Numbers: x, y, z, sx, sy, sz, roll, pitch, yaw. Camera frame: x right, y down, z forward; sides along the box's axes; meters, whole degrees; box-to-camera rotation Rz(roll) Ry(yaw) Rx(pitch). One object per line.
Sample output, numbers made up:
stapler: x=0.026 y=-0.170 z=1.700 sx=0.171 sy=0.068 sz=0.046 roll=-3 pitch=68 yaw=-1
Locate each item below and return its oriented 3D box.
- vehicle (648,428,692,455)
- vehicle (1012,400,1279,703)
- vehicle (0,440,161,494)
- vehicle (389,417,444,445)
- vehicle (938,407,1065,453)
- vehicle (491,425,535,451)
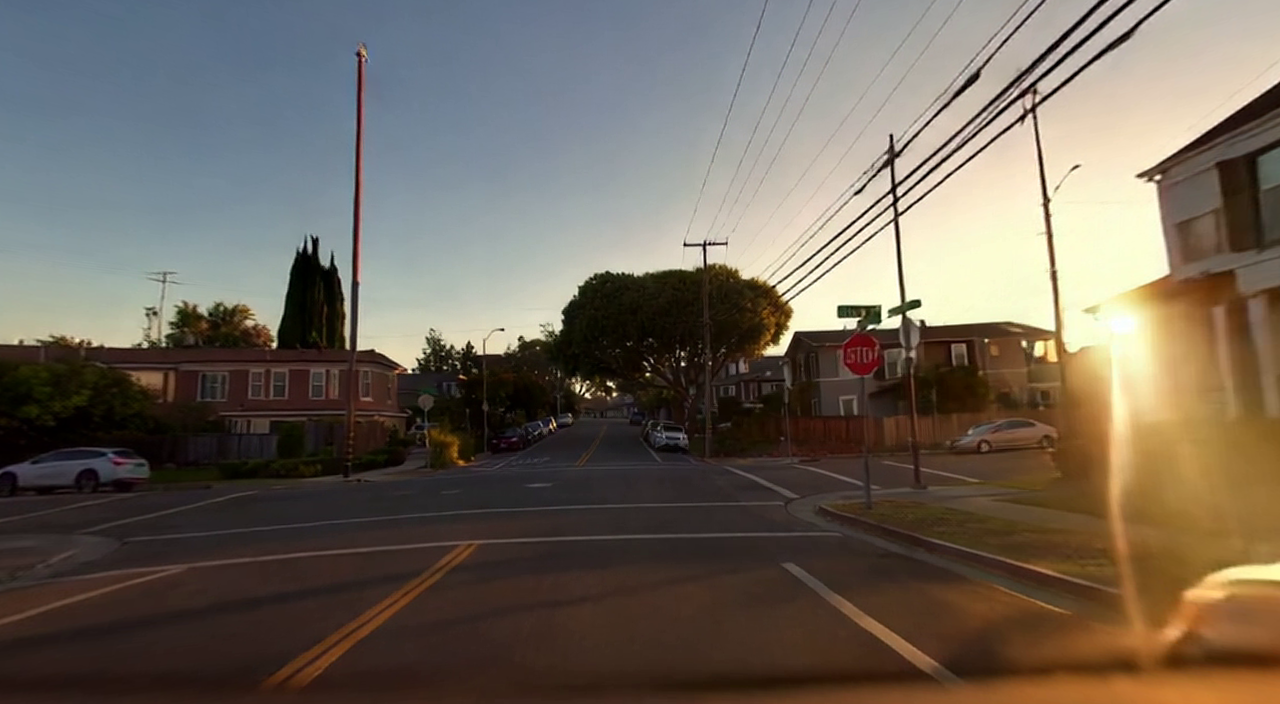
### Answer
vehicle: x=1.731 y=5.351 z=37.721 sx=2.120 sy=1.487 sz=4.360 roll=0 pitch=-8 yaw=-4
vehicle: x=3.030 y=0.715 z=0.751 sx=2.038 sy=1.473 sz=4.842 roll=0 pitch=-8 yaw=-3
vehicle: x=-19.719 y=3.978 z=22.066 sx=4.181 sy=1.742 sz=1.945 roll=1 pitch=-9 yaw=-11
vehicle: x=-14.345 y=5.168 z=40.836 sx=1.992 sy=1.678 sz=4.658 roll=0 pitch=-8 yaw=-3
vehicle: x=17.185 y=3.739 z=30.156 sx=4.985 sy=2.088 sz=2.141 roll=2 pitch=-9 yaw=-12
vehicle: x=-8.334 y=5.732 z=41.897 sx=2.065 sy=1.553 sz=4.636 roll=0 pitch=-8 yaw=-1
